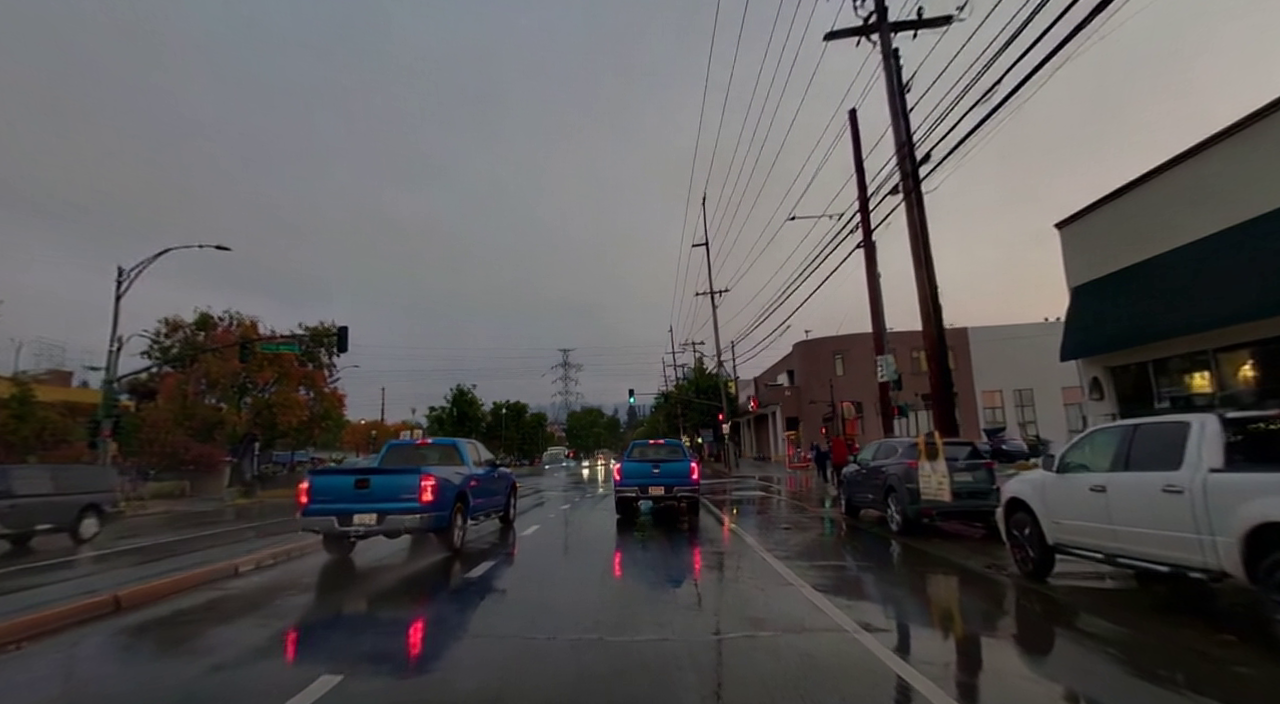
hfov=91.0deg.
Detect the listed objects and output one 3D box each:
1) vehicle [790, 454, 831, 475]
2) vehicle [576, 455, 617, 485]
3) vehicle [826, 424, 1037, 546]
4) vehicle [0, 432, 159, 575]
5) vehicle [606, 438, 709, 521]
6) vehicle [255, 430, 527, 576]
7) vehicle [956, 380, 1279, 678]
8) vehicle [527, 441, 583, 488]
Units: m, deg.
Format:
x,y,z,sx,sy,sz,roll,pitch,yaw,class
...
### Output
x,y,z,sx,sy,sz,roll,pitch,yaw,class
13.458,8.899,49.972,2.075,1.556,4.585,0,-9,1,vehicle
-2.775,7.694,41.293,2.140,1.768,5.092,0,-9,2,vehicle
5.108,2.363,11.925,1.974,1.823,4.576,0,-9,3,vehicle
-9.120,1.927,8.069,2.040,1.786,4.772,0,-9,1,vehicle
0.621,3.017,15.548,2.089,1.699,4.650,-1,-9,7,vehicle
-3.148,2.003,9.249,1.995,1.554,4.618,0,-9,2,vehicle
4.892,1.295,5.247,2.007,1.786,4.870,0,-9,1,vehicle
-5.788,7.753,43.988,2.619,2.948,7.193,0,-9,2,vehicle
